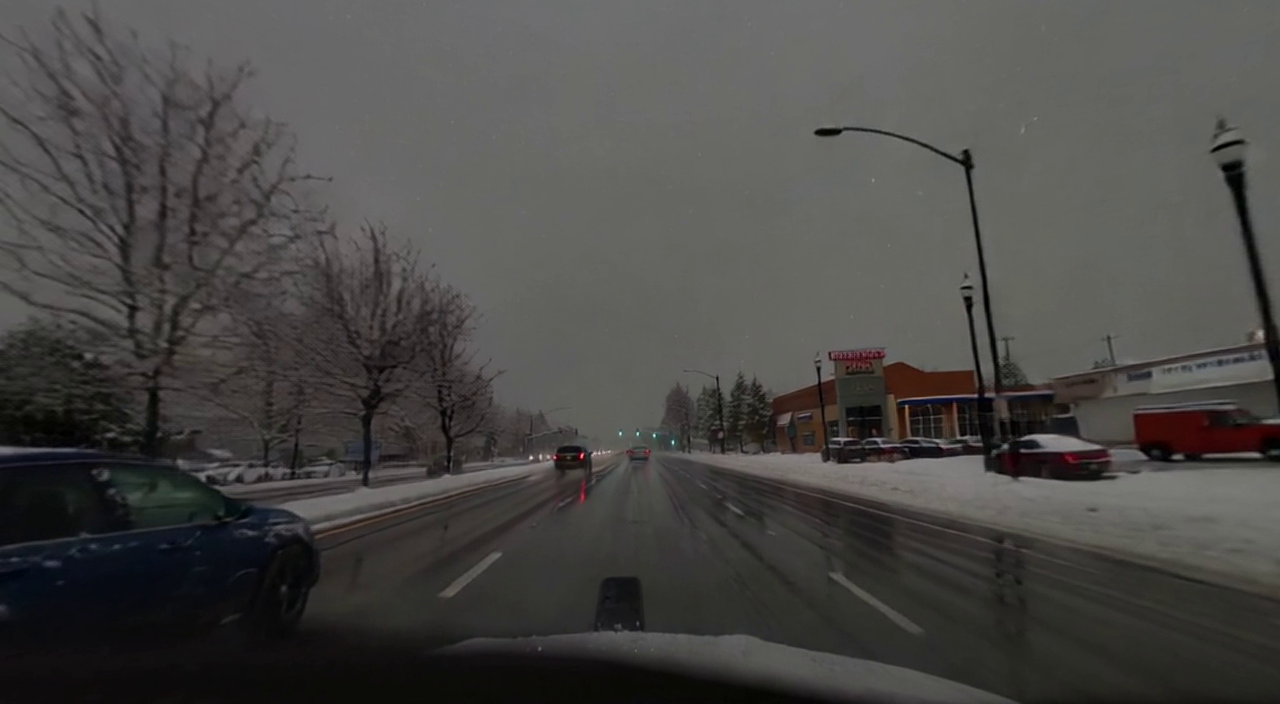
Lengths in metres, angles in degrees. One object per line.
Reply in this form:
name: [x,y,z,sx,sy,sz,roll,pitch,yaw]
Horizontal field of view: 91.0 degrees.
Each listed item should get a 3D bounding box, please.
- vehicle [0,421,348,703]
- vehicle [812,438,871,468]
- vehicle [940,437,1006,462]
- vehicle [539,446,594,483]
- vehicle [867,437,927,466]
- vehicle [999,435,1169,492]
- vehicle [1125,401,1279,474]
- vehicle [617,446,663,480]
vehicle: [-3.582,1.144,3.275,2.003,1.488,4.282,0,-9,1]
vehicle: [13.065,6.585,41.211,2.072,1.769,5.000,0,-9,-2]
vehicle: [21.537,6.363,40.934,1.807,1.519,4.550,0,-9,1]
vehicle: [-3.263,5.063,28.646,1.939,1.496,4.309,0,-9,1]
vehicle: [16.289,6.359,40.190,1.930,1.713,4.756,0,-9,2]
vehicle: [13.357,3.385,19.411,1.914,1.523,4.747,0,-9,3]
vehicle: [20.039,2.856,20.951,5.511,2.262,2.351,-2,-9,15]
vehicle: [-0.022,5.144,29.403,2.019,1.459,4.005,0,-9,0]
